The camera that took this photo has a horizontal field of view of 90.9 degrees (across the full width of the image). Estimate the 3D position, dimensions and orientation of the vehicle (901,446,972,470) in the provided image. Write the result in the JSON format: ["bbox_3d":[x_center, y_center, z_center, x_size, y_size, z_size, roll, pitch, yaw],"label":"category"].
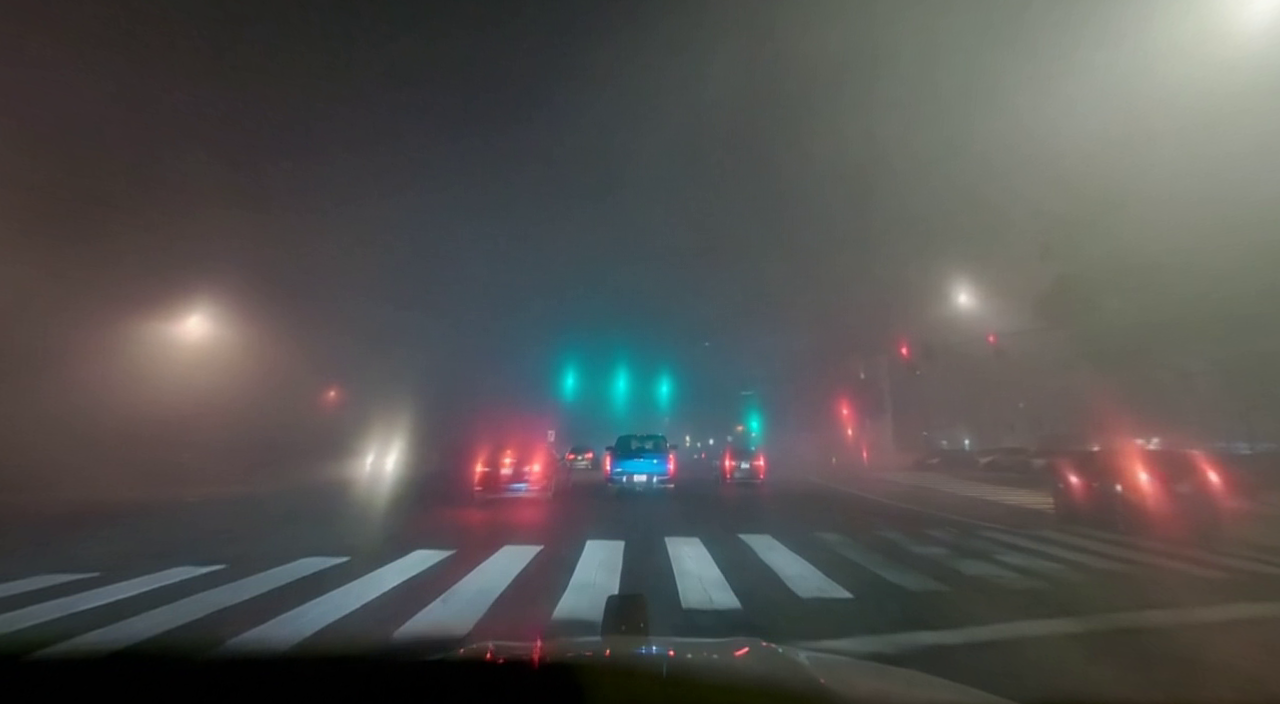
[{"bbox_3d":[19.911,7.069,42.338,4.417,1.492,1.943,4,-9,-27],"label":"vehicle"}]

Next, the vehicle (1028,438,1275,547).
[{"bbox_3d":[10.147,2.727,13.117,2.126,1.820,4.521,-2,-9,14],"label":"vehicle"}]

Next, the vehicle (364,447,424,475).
[{"bbox_3d":[-15.852,6.996,40.911,2.012,1.674,4.522,0,-8,1],"label":"vehicle"}]

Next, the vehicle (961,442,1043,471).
[{"bbox_3d":[23.072,6.606,40.104,4.786,1.777,2.248,4,-10,-29],"label":"vehicle"}]

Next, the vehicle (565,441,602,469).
[{"bbox_3d":[-3.654,6.704,41.213,2.018,1.700,4.142,0,-8,0],"label":"vehicle"}]

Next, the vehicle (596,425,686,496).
[{"bbox_3d":[0.031,3.359,19.935,2.493,1.934,4.957,0,-8,0],"label":"vehicle"}]

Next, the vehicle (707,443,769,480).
[{"bbox_3d":[4.288,4.838,28.198,1.968,1.472,4.456,0,-8,-1],"label":"vehicle"}]

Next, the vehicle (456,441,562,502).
[{"bbox_3d":[-3.518,3.288,17.875,1.986,1.465,4.509,0,-8,1],"label":"vehicle"}]
